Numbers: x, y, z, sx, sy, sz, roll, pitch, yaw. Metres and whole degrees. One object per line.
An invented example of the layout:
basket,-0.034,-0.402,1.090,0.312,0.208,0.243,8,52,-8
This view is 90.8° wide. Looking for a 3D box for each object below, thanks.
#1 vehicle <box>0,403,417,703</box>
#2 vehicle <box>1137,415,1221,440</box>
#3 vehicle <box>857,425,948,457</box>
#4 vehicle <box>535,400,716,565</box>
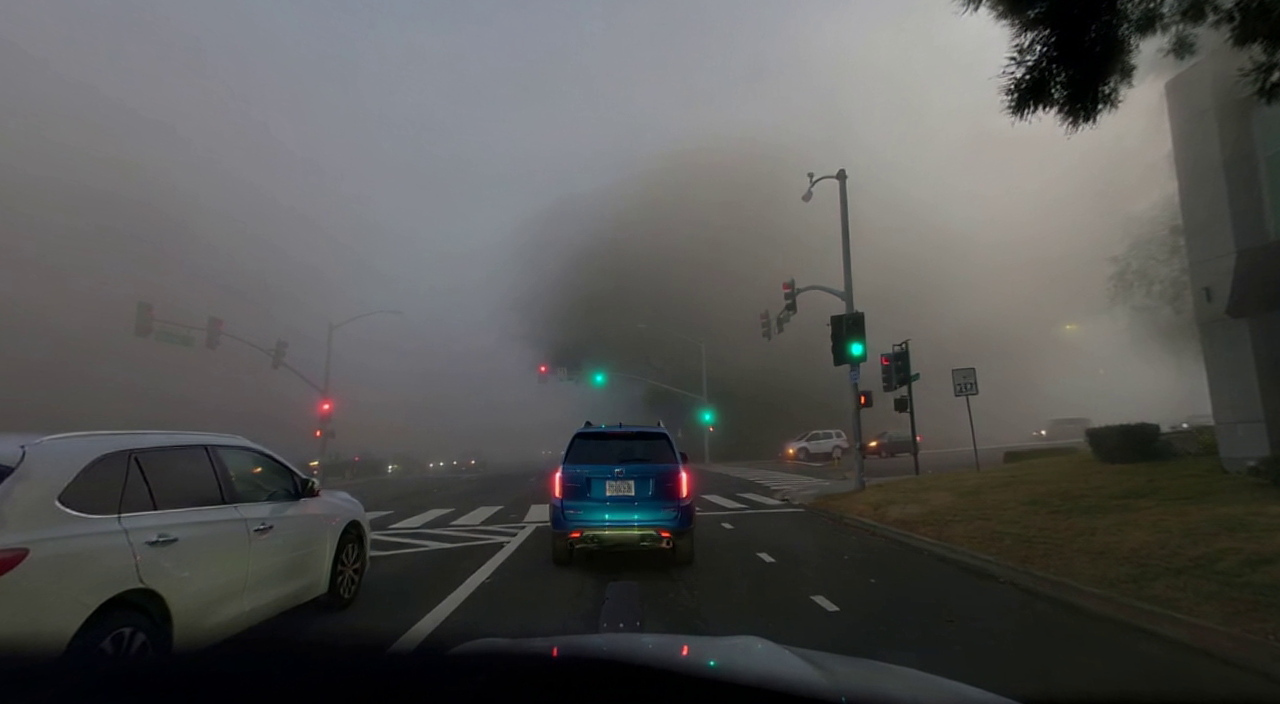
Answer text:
vehicle,-3.374,1.278,4.668,2.011,1.527,4.008,0,-8,-1
vehicle,33.932,4.806,39.799,4.509,1.487,1.915,3,-9,-20
vehicle,13.343,4.552,32.184,3.830,1.545,2.006,3,-9,-18
vehicle,-0.166,1.806,9.415,2.059,1.877,4.249,0,-8,0
